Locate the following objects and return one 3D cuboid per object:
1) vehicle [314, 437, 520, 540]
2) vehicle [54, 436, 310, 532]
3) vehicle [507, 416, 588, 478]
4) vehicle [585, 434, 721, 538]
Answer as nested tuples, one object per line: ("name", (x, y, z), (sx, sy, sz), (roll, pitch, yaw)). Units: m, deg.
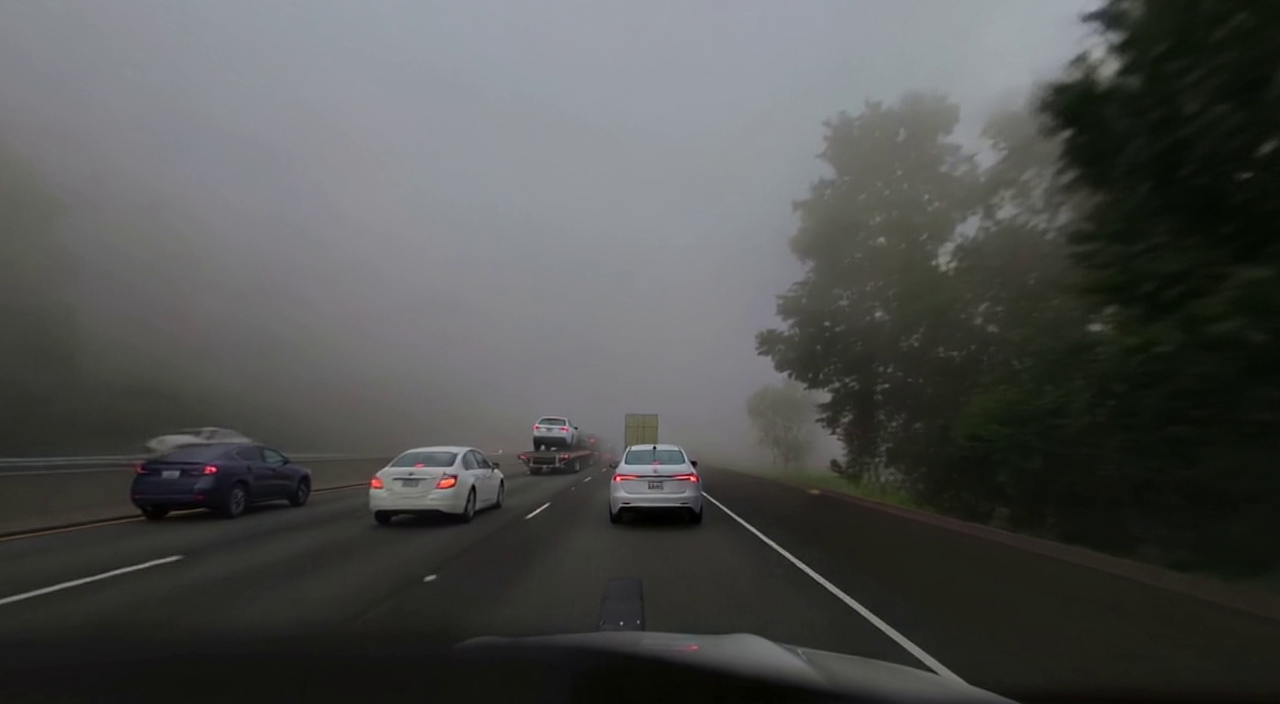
("vehicle", (-3.656, 2.322, 11.402), (1.947, 1.470, 4.526), (0, -9, 2))
("vehicle", (-8.376, 2.421, 12.102), (1.888, 1.507, 3.949), (0, -9, 0))
("vehicle", (-2.564, 2.786, 18.466), (2.031, 1.594, 4.103), (1, -9, -4))
("vehicle", (0.203, 2.237, 11.009), (1.991, 1.507, 3.391), (0, -9, 1))
